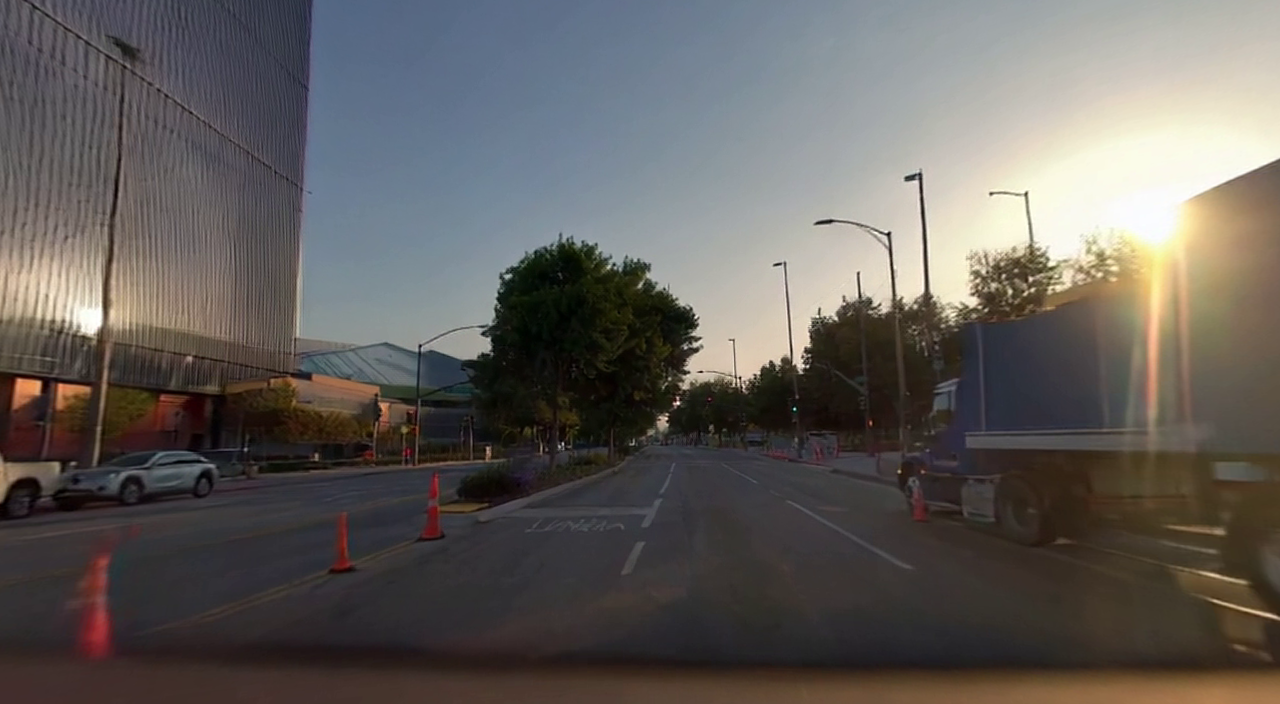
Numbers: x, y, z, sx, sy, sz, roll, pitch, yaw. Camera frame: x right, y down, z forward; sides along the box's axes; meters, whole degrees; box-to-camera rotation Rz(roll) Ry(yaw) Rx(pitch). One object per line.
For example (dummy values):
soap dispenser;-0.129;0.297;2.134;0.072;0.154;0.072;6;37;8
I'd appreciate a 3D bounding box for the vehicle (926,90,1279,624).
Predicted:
vehicle;6.388;0.230;5.939;3.176;3.913;9.805;0;-8;3

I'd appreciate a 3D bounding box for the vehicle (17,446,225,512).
vehicle;-15.161;3.687;18.957;1.925;1.665;4.893;0;-8;2
